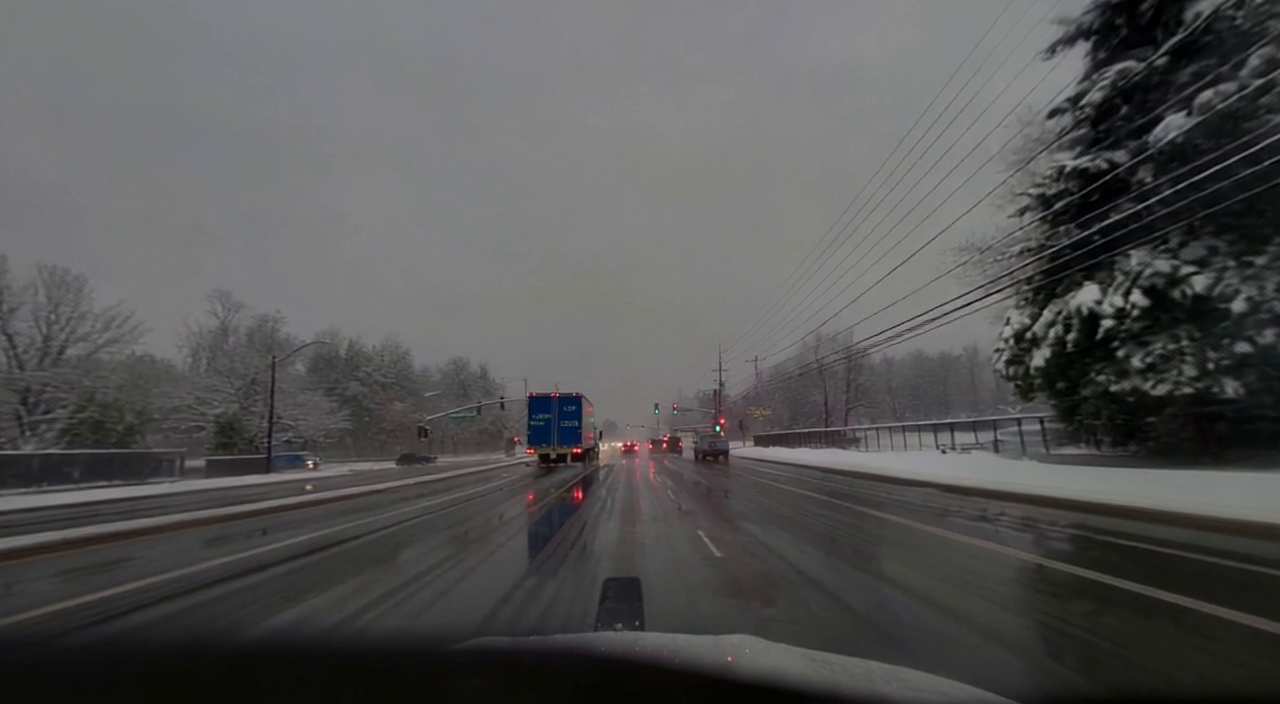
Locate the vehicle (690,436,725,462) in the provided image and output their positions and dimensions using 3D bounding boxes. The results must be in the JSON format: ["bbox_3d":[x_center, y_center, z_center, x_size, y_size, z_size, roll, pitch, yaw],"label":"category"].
[{"bbox_3d":[4.576,6.679,43.471,2.102,1.662,4.533,-1,-8,2],"label":"vehicle"}]

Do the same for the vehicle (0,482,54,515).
[{"bbox_3d":[-33.826,7.802,33.653,1.715,1.452,3.933,1,-8,-7],"label":"vehicle"}]

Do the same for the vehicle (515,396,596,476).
[{"bbox_3d":[-3.905,4.187,31.148,2.889,3.347,8.285,0,-8,0],"label":"vehicle"}]
